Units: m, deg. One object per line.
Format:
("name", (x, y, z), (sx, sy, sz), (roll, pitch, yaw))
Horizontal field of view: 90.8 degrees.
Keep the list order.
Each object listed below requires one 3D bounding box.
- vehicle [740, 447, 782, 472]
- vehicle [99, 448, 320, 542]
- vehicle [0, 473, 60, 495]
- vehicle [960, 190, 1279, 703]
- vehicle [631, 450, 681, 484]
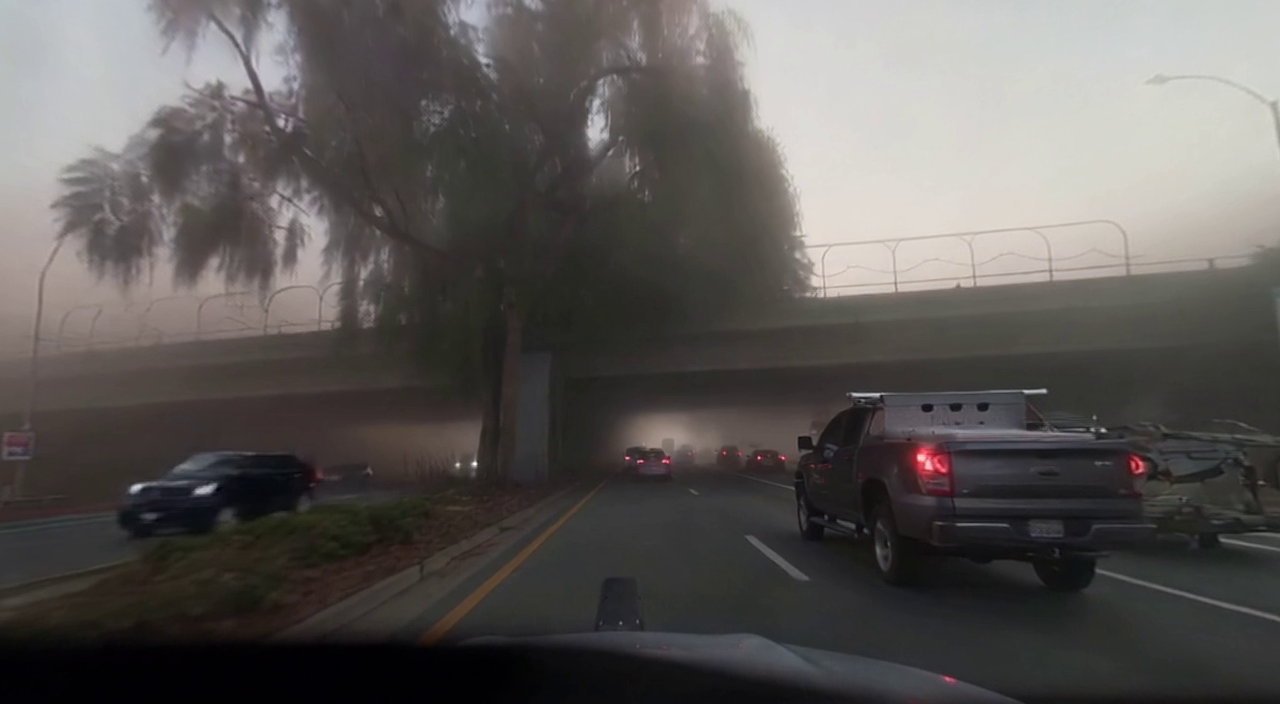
("vehicle", (7.626, 6.840, 40.254), (1.890, 1.478, 4.093), (0, -8, 0))
("vehicle", (-8.742, 2.867, 13.334), (1.897, 1.663, 3.838), (0, -8, 0))
("vehicle", (-44.968, 9.611, 45.977), (3.685, 1.468, 1.662), (0, -9, -1))
("vehicle", (3.523, 0.556, 1.833), (2.588, 2.321, 4.927), (0, -8, 1))
("vehicle", (0.677, 5.003, 27.828), (2.027, 1.341, 3.775), (0, -8, 1))
